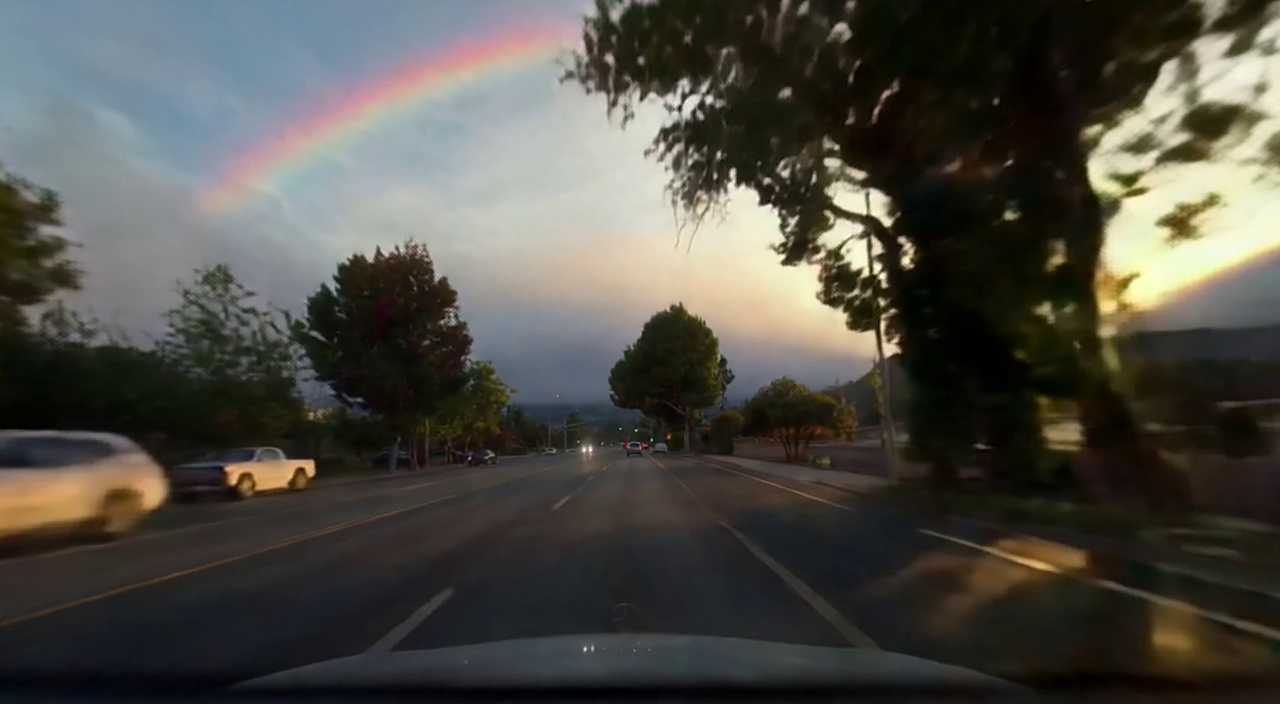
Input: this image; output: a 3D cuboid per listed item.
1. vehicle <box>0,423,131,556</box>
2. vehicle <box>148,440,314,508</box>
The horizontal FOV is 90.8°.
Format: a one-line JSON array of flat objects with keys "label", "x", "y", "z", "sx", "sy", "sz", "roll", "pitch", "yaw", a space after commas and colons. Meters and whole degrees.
[{"label": "vehicle", "x": -9.872, "y": 1.889, "z": 8.311, "sx": 2.110, "sy": 1.811, "sz": 5.190, "roll": -3, "pitch": -9, "yaw": -1}, {"label": "vehicle", "x": -14.369, "y": 4.235, "z": 22.780, "sx": 2.251, "sy": 1.972, "sz": 5.672, "roll": -3, "pitch": -8, "yaw": 0}]
